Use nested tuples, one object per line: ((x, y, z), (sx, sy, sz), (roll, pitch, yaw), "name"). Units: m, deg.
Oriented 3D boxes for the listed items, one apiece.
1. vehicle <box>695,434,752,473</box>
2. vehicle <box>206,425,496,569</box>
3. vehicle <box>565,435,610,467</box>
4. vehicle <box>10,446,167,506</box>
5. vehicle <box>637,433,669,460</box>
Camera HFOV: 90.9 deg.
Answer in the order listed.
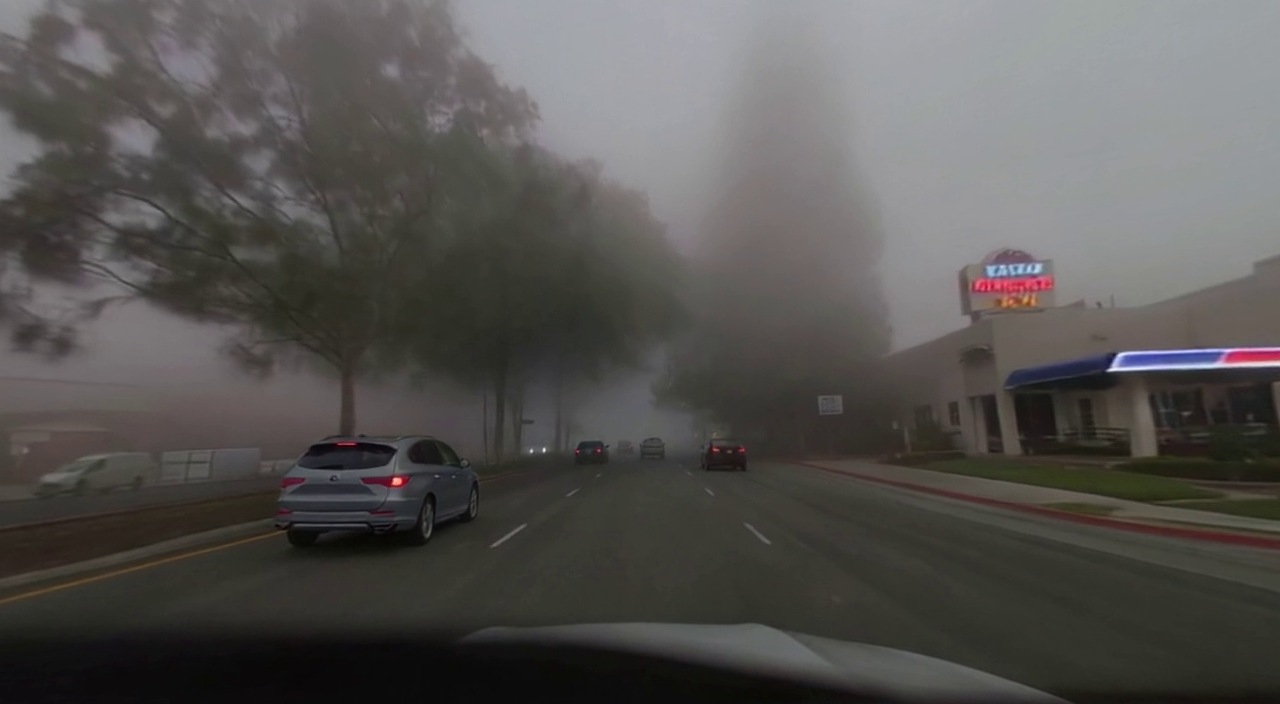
((3.551, 4.404, 27.526), (1.922, 1.579, 3.642), (0, -8, -1), "vehicle")
((-3.543, 1.838, 8.843), (1.908, 1.481, 4.351), (0, -8, 1), "vehicle")
((-2.807, 5.450, 34.799), (2.026, 1.665, 4.193), (0, -8, 1), "vehicle")
((-22.352, 4.964, 25.917), (2.073, 1.855, 5.159), (-4, -6, -3), "vehicle")
((0.942, 6.885, 45.902), (2.193, 1.873, 4.033), (0, -8, 1), "vehicle")
